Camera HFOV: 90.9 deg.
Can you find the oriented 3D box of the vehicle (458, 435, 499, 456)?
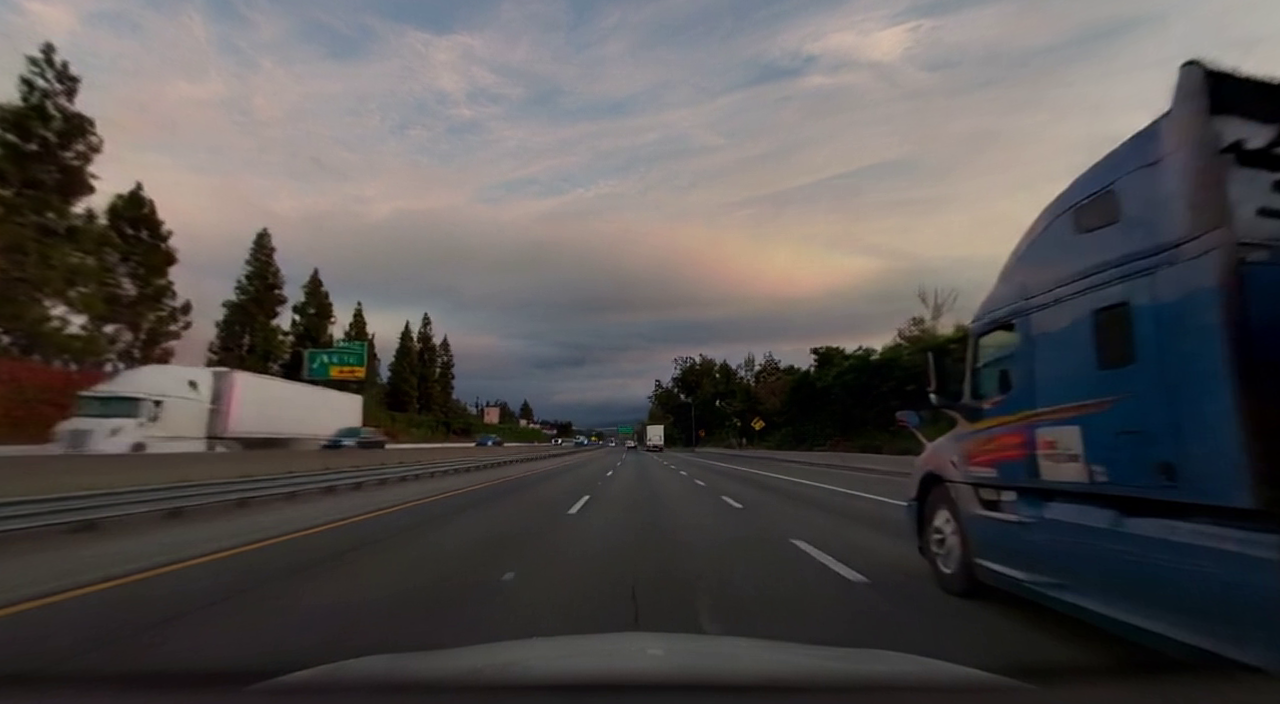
[{"bbox_3d":[-12.210,7.101,47.825,1.881,1.457,4.387,0,-9,1],"label":"vehicle"}]

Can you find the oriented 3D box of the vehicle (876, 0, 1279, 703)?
[{"bbox_3d":[4.476,0.048,4.768,3.000,3.889,6.005,0,-9,1],"label":"vehicle"}]

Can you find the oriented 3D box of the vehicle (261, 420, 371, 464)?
[{"bbox_3d":[-12.202,3.450,24.103,1.862,1.504,4.333,0,-9,0],"label":"vehicle"}]

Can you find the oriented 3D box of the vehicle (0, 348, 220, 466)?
[{"bbox_3d":[-19.498,2.240,23.834,2.949,3.933,5.897,0,-9,0],"label":"vehicle"}]
